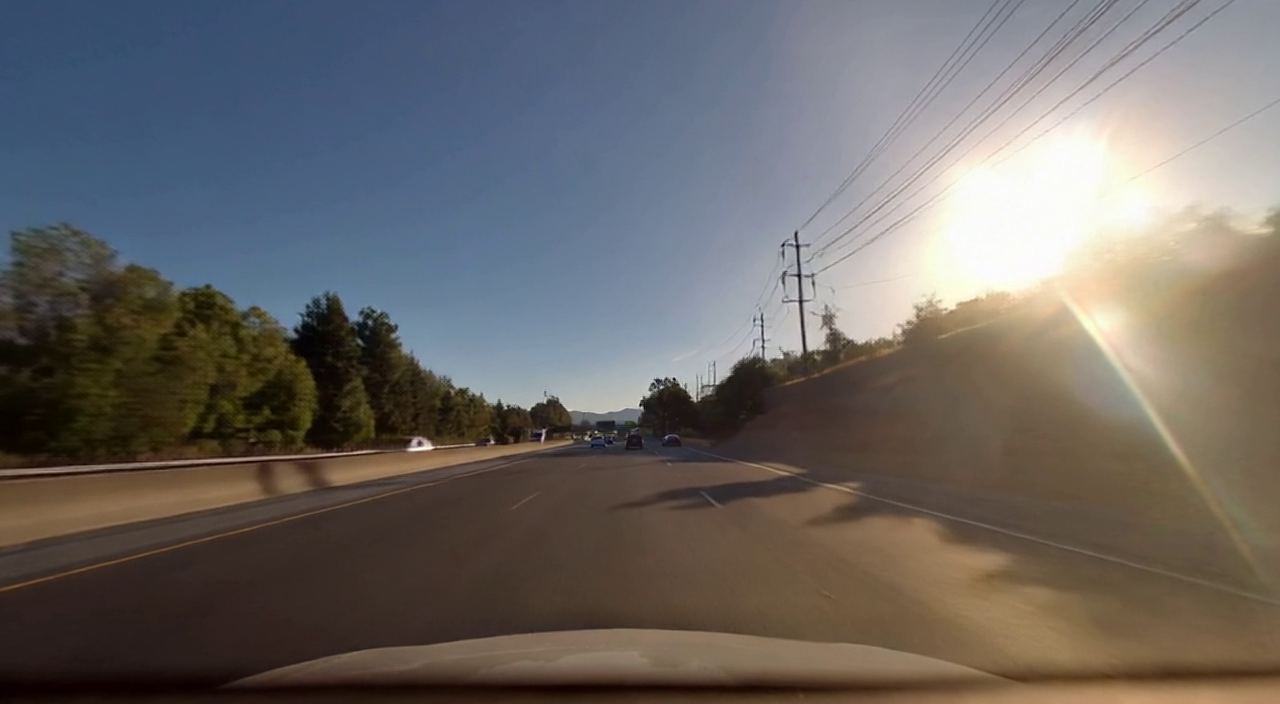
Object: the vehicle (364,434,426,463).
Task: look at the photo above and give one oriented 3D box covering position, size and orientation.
[{"bbox_3d":[-13.256,5.223,34.365,1.829,1.435,4.127,0,-8,-2],"label":"vehicle"}]
